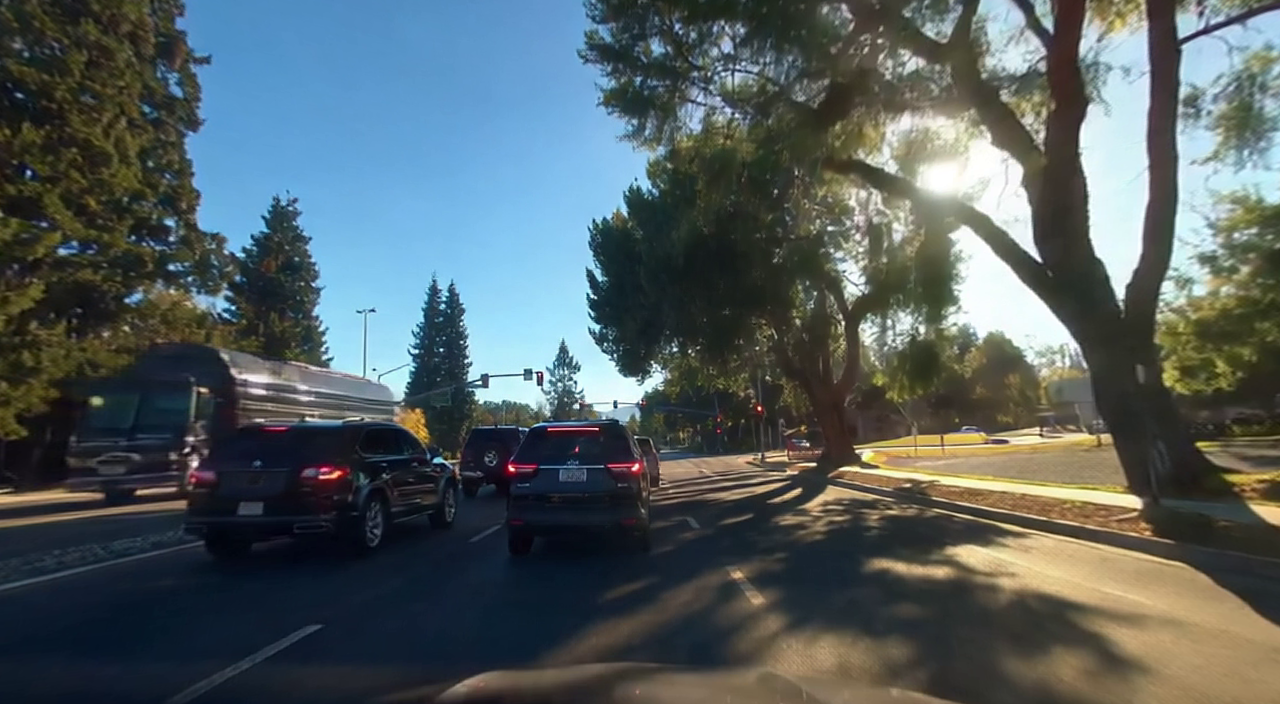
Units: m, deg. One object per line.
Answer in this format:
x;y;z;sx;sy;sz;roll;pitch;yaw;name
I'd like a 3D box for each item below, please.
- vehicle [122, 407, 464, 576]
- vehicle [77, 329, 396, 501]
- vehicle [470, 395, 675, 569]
-4.104;1.722;8.592;2.009;1.673;4.454;0;-8;1;vehicle
-11.801;2.303;20.749;3.107;4.149;11.028;0;-8;0;vehicle
-0.635;1.718;9.148;2.131;1.793;5.016;0;-8;2;vehicle
